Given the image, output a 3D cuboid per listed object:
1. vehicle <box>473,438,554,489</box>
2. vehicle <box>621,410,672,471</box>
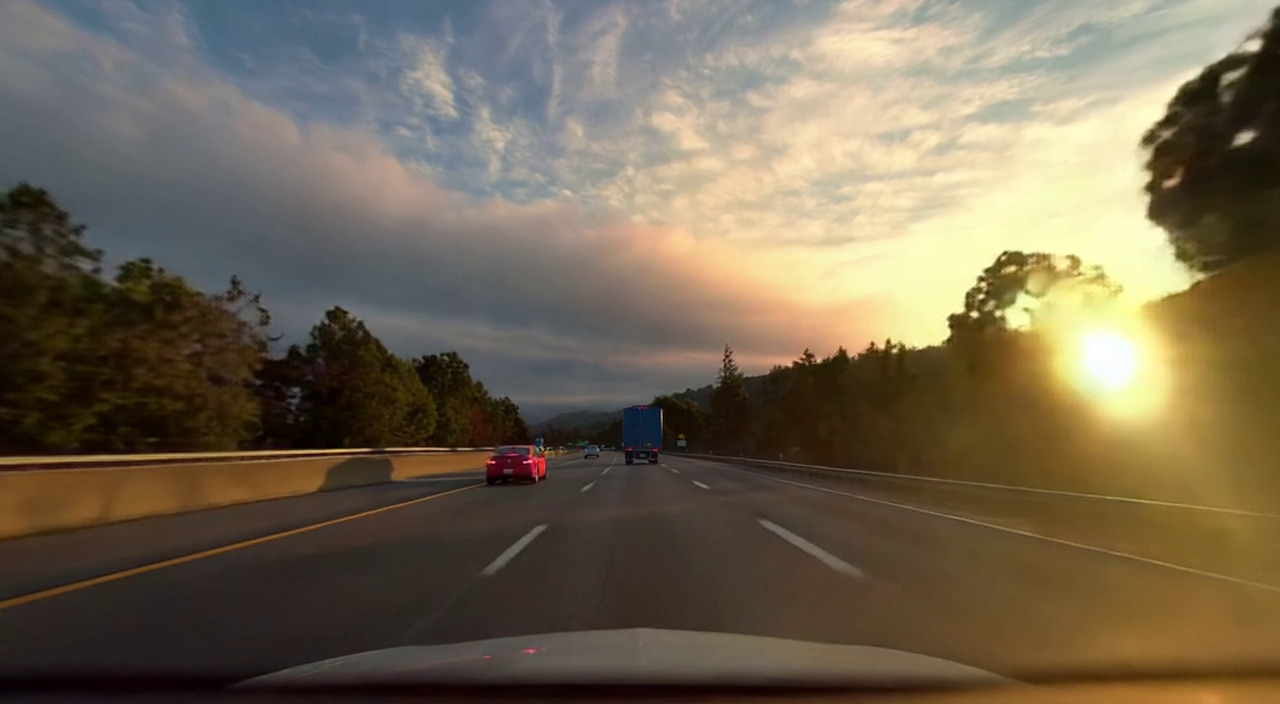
[{"bbox_3d":[-4.266,3.833,21.923,1.977,1.602,3.944,0,-9,0],"label":"vehicle"},{"bbox_3d":[0.240,5.985,42.072,2.893,3.628,9.081,0,-9,-3],"label":"vehicle"}]
